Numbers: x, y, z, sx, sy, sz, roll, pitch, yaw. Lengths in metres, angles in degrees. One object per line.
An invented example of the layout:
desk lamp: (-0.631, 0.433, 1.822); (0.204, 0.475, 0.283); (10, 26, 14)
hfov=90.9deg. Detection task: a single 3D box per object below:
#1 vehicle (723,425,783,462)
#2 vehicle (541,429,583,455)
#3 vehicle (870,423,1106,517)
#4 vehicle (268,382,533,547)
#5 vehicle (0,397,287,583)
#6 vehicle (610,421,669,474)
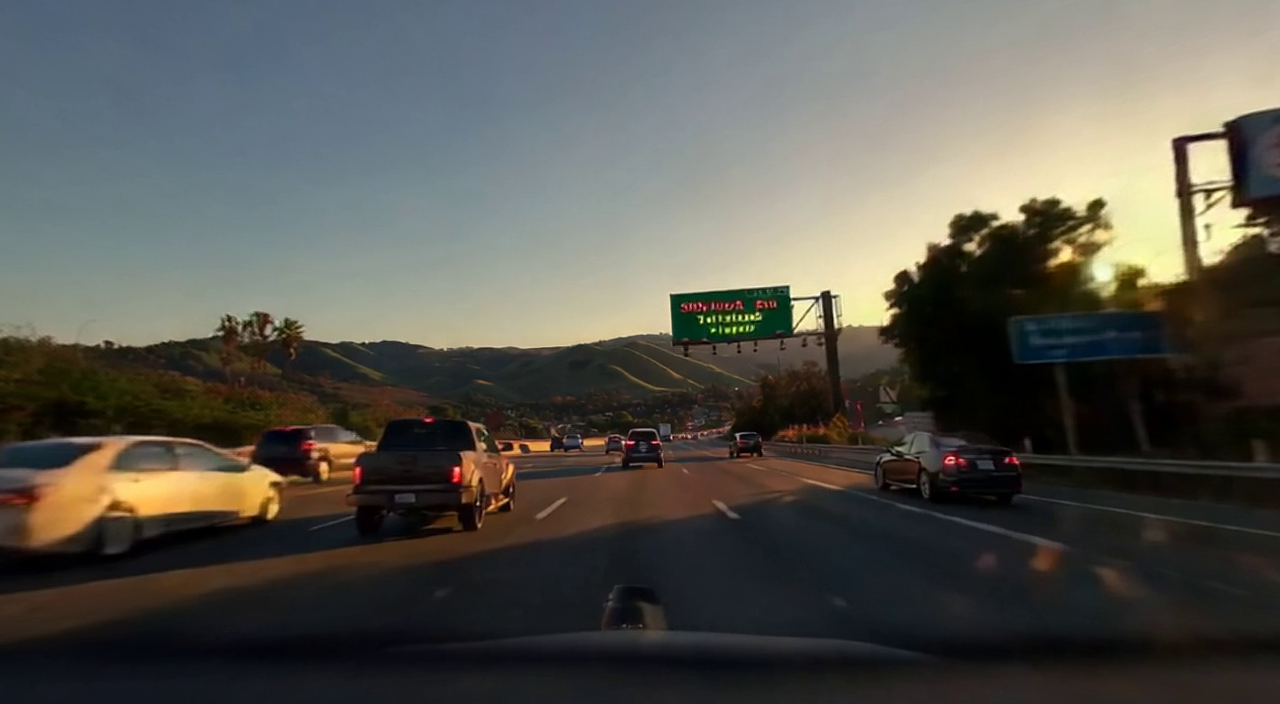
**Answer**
vehicle: (5.741, 4.729, 32.548); (2.067, 1.775, 4.372); (0, -8, -3)
vehicle: (-5.894, 6.919, 48.367); (2.238, 1.837, 5.979); (-1, -8, 2)
vehicle: (6.268, 2.169, 12.119); (1.998, 1.456, 4.338); (0, -8, -1)
vehicle: (-3.425, 1.795, 10.690); (2.316, 1.999, 5.765); (0, -8, -1)
vehicle: (-6.928, 1.616, 8.139); (2.052, 1.720, 4.538); (0, -8, 1)
vehicle: (0.008, 3.601, 23.921); (2.052, 1.808, 3.898); (0, -8, 1)
